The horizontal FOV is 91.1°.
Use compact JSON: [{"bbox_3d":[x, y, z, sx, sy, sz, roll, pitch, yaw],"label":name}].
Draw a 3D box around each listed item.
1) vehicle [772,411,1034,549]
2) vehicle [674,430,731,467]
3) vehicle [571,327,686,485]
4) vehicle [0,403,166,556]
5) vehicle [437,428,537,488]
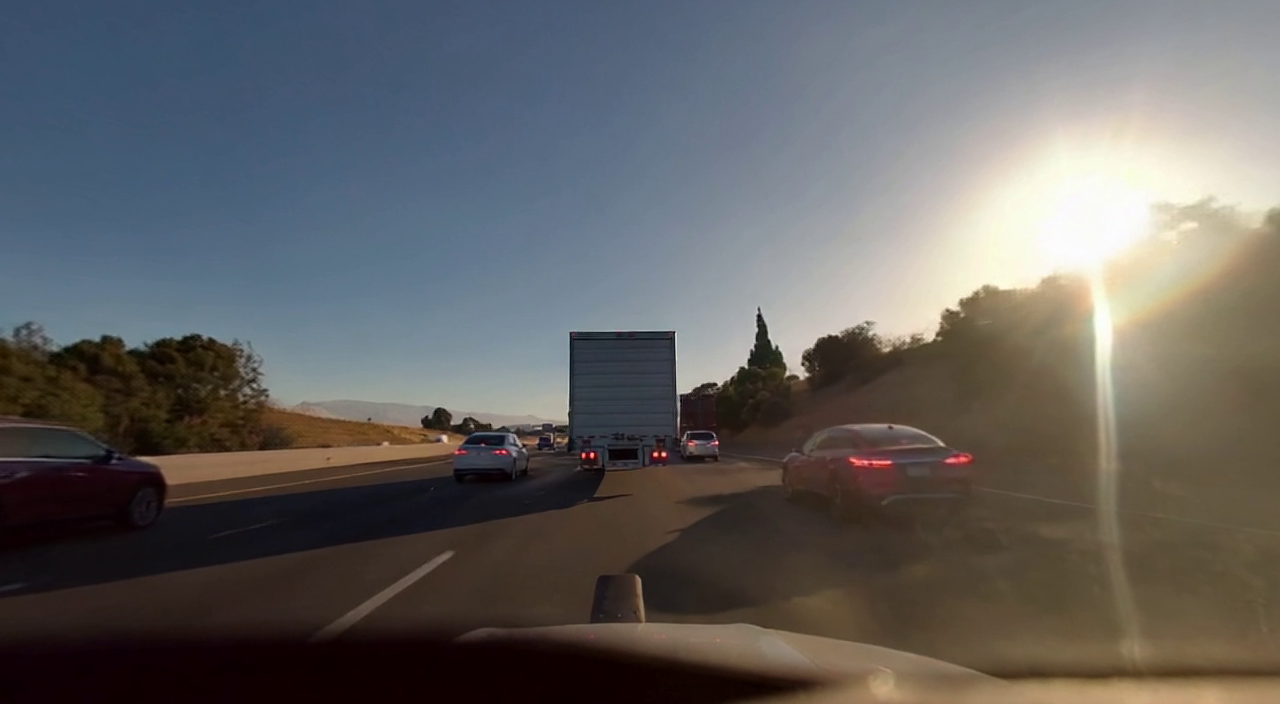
[{"bbox_3d":[3.419,1.724,9.222,1.945,1.529,4.129,0,-8,-2],"label":"vehicle"},{"bbox_3d":[2.671,4.260,27.977,1.976,1.513,4.065,0,-8,-2],"label":"vehicle"},{"bbox_3d":[-0.475,2.023,21.138,2.938,4.033,9.980,0,-8,-2],"label":"vehicle"},{"bbox_3d":[-7.929,1.429,7.136,1.944,1.653,4.097,0,-8,-1],"label":"vehicle"},{"bbox_3d":[-4.143,2.910,17.675,1.882,1.493,3.828,0,-8,-1],"label":"vehicle"}]
